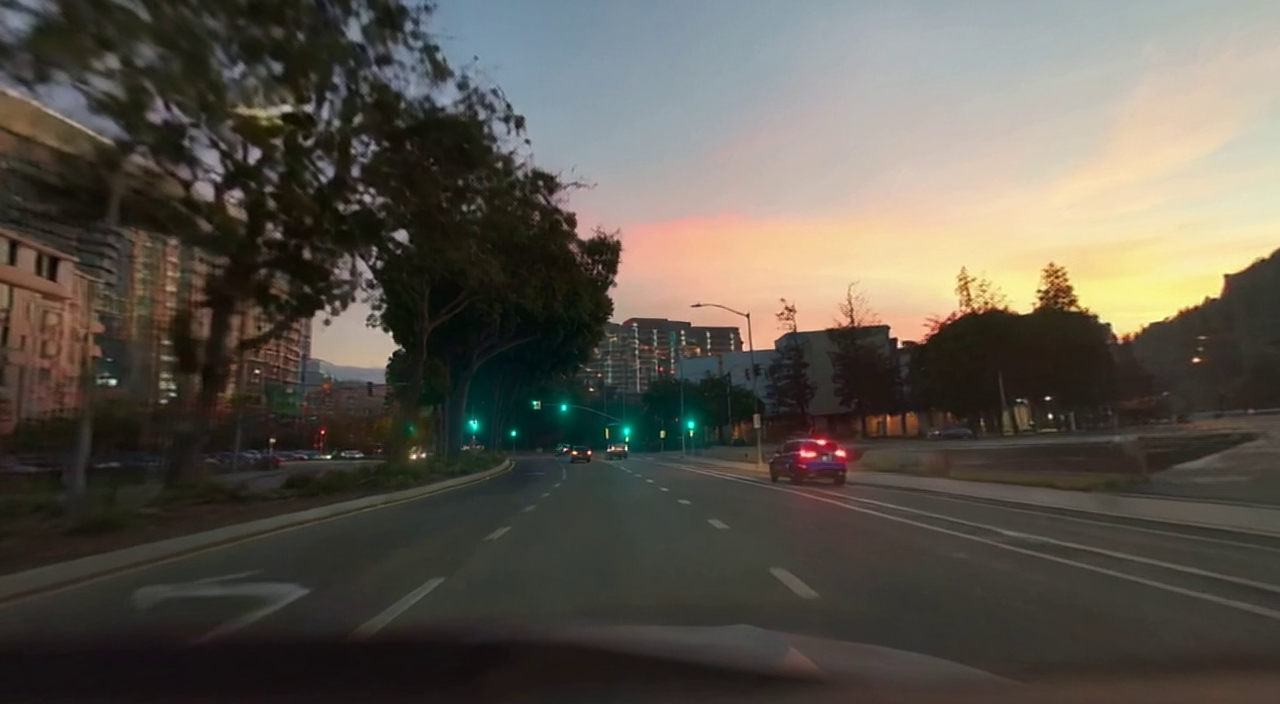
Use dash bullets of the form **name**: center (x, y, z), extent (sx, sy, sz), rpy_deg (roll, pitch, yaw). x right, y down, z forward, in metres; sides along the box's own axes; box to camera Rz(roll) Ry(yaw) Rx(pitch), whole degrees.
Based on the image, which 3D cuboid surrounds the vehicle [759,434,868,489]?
- **vehicle**: center (5.690, 3.666, 21.451), extent (2.042, 1.635, 4.858), rpy_deg (1, -9, -4)
